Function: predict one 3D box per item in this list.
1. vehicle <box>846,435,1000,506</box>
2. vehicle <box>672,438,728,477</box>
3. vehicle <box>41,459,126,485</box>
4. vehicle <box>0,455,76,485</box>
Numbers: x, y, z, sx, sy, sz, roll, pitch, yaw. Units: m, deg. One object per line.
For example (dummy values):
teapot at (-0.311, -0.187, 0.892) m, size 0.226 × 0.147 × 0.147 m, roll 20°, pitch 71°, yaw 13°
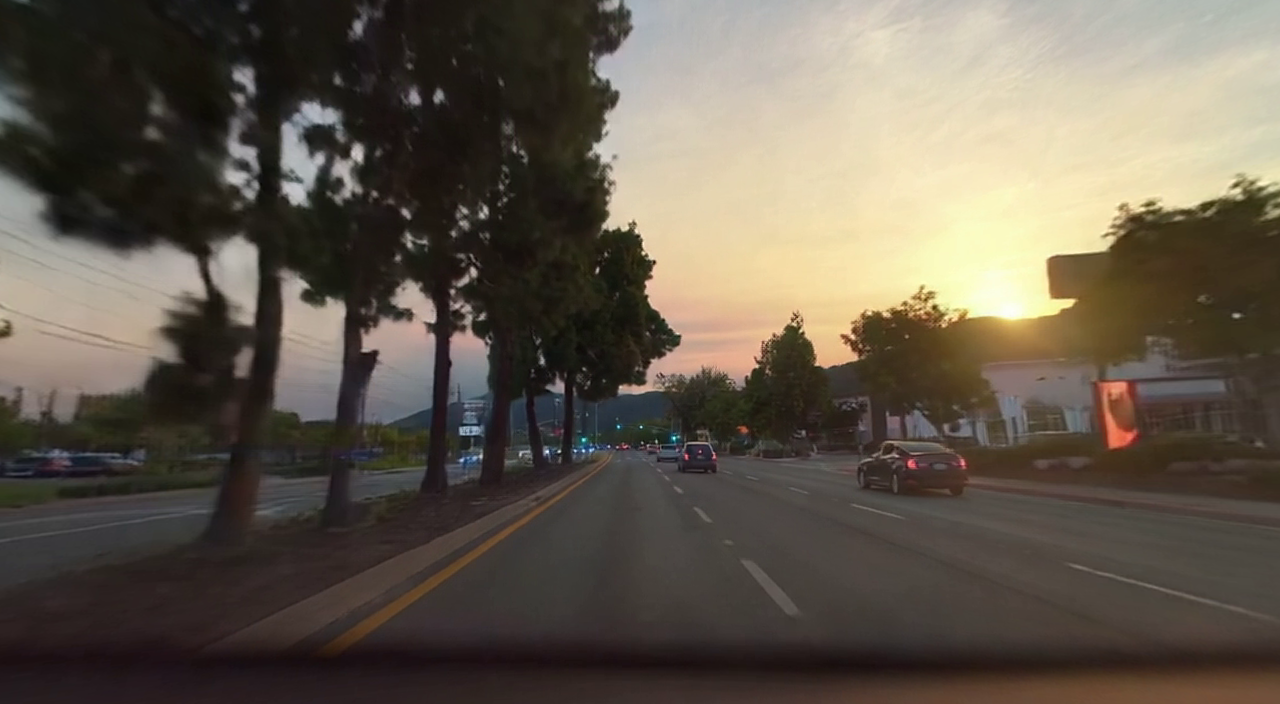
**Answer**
vehicle at (6.863, 2.897, 15.831) m, size 1.886 × 1.528 × 4.169 m, roll 0°, pitch -9°, yaw -1°
vehicle at (2.698, 4.864, 29.236) m, size 2.161 × 1.676 × 4.151 m, roll 0°, pitch -9°, yaw -1°
vehicle at (-40.088, 8.611, 45.399) m, size 4.200 × 1.688 × 1.983 m, roll 1°, pitch -8°, yaw -1°
vehicle at (-40.968, 7.782, 41.694) m, size 4.798 × 1.848 × 2.270 m, roll 1°, pitch -9°, yaw -3°
